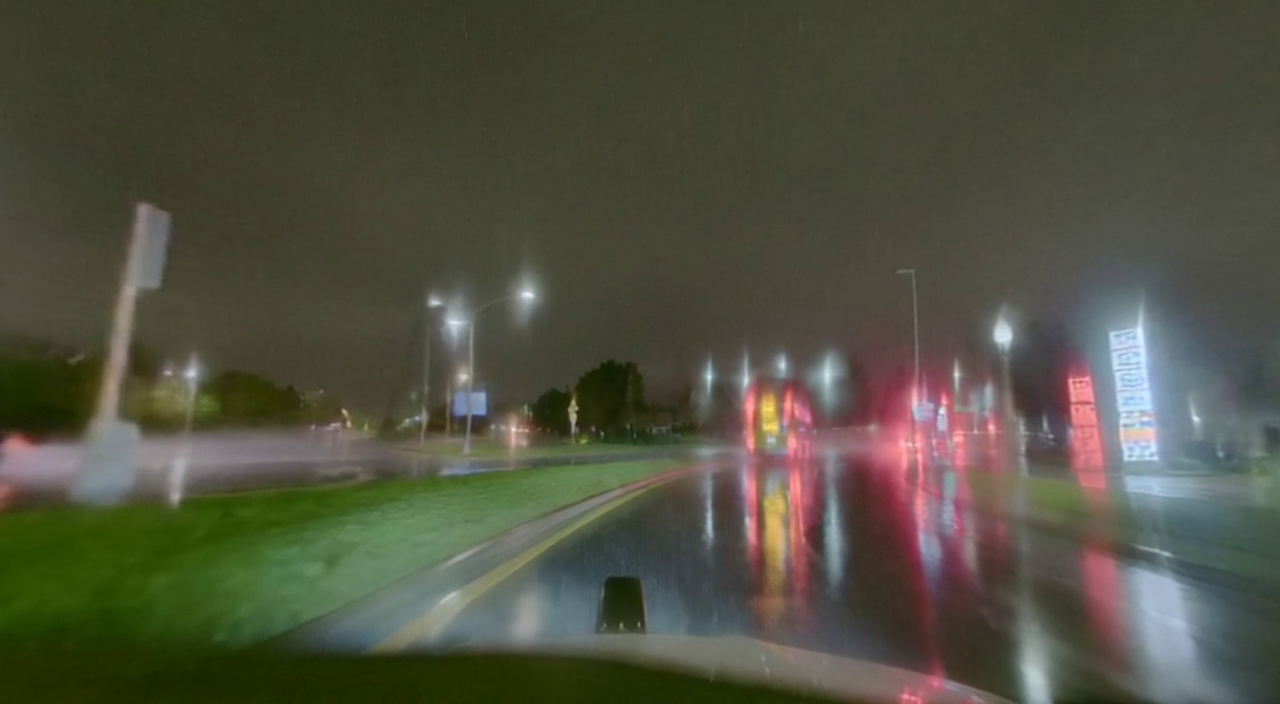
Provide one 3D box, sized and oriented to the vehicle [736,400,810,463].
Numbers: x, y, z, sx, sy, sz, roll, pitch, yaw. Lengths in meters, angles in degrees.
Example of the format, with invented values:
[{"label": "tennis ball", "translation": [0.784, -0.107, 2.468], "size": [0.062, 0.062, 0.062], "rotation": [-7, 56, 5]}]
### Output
[{"label": "vehicle", "translation": [8.696, 5.163, 39.951], "size": [3.031, 3.429, 11.005], "rotation": [-3, -9, 19]}]
